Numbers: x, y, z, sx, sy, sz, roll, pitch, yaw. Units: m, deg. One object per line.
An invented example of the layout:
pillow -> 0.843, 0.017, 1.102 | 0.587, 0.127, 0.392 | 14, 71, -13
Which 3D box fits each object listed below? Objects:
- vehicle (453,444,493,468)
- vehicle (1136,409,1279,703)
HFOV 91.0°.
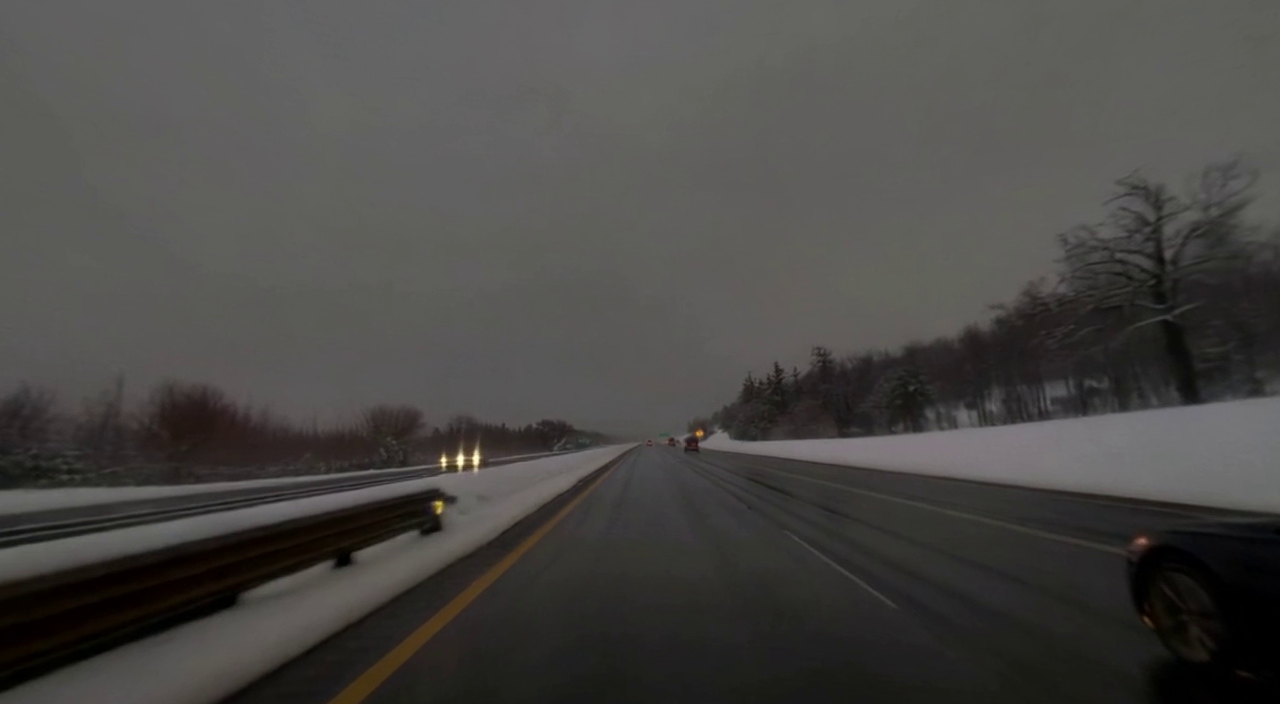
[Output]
vehicle -> -12.700, 7.883, 48.044 | 1.793, 1.686, 4.412 | 0, -8, 1
vehicle -> 3.513, 0.766, 1.389 | 1.683, 1.400, 3.868 | 0, -8, 1
